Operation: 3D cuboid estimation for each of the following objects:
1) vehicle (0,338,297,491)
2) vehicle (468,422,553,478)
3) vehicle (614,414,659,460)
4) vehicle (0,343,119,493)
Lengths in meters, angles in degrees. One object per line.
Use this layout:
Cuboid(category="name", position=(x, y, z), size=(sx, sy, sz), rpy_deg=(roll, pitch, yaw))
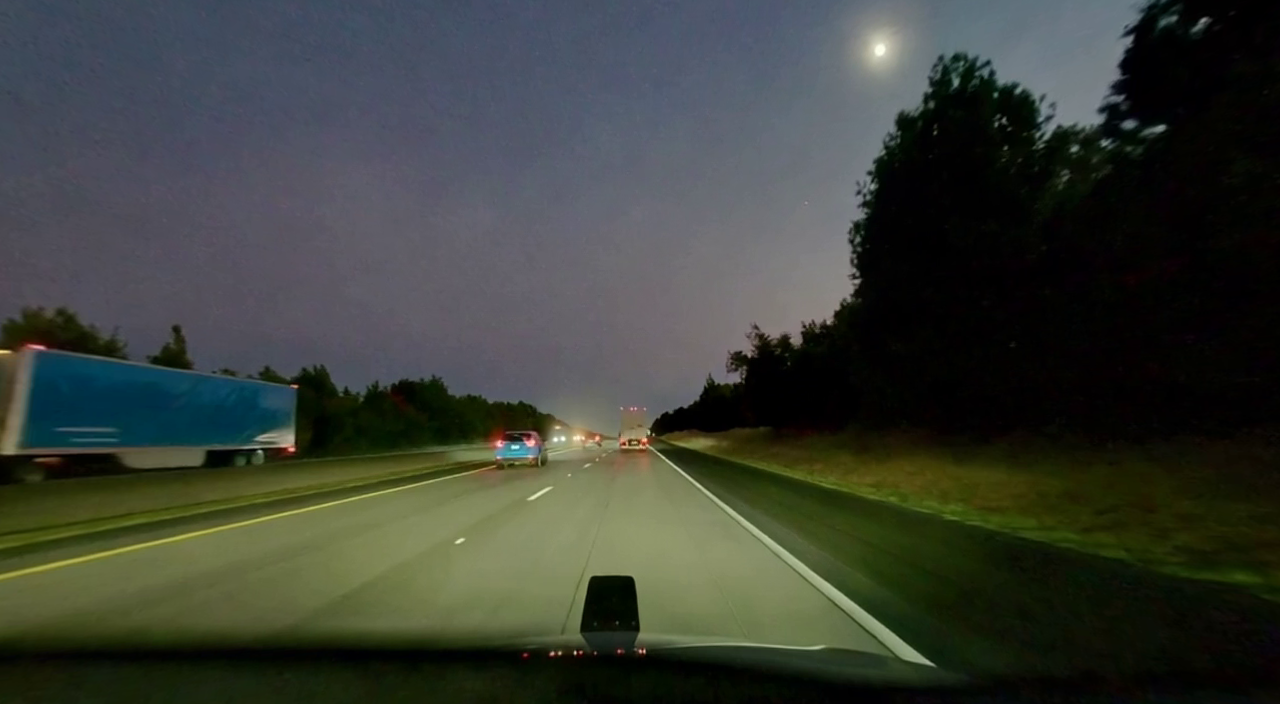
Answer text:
Cuboid(category="vehicle", position=(-17.743, 2.506, 22.871), size=(2.868, 3.862, 14.031), rpy_deg=(0, -8, -1))
Cuboid(category="vehicle", position=(-4.372, 3.376, 22.012), size=(2.049, 1.726, 4.291), rpy_deg=(0, -8, 0))
Cuboid(category="vehicle", position=(-0.260, 5.073, 37.739), size=(2.526, 2.531, 5.026), rpy_deg=(0, -8, -1))
Cuboid(category="vehicle", position=(-17.636, 1.706, 16.179), size=(3.010, 3.760, 6.302), rpy_deg=(0, -8, -1))
